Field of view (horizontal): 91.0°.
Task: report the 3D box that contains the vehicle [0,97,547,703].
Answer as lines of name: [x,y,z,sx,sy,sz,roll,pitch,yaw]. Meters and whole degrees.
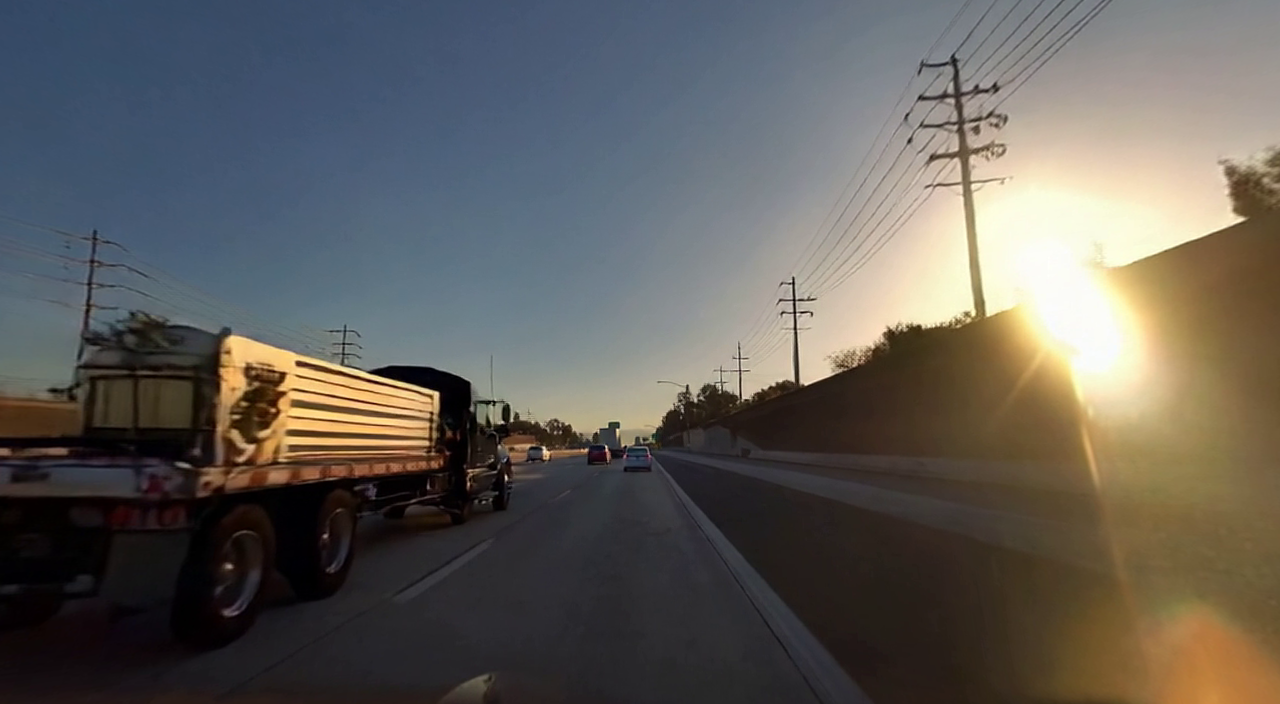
vehicle: [-3.483,0.904,7.737,3.023,3.246,9.102,0,-9,2]

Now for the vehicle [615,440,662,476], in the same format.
vehicle: [-0.068,5.260,31.463,2.178,1.640,4.071,0,-9,0]
